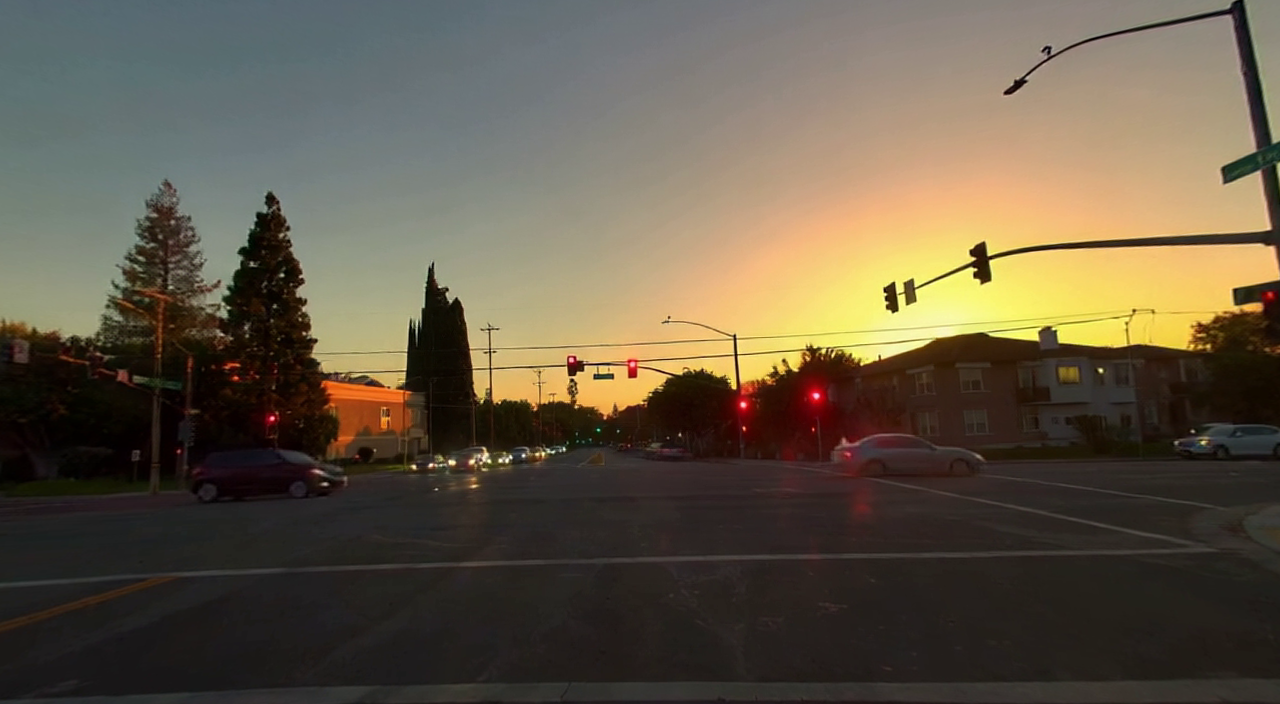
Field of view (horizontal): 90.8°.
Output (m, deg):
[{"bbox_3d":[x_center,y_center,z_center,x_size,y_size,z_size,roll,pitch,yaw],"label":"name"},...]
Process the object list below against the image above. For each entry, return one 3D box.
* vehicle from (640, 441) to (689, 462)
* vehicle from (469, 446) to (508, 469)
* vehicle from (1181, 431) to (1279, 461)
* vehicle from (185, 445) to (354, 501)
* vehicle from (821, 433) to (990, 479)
[{"bbox_3d":[1.769,7.539,47.934,1.932,1.539,4.873,3,-9,-20],"label":"vehicle"},{"bbox_3d":[-10.703,7.459,44.755,1.881,1.509,3.377,0,-9,1],"label":"vehicle"},{"bbox_3d":[31.327,4.887,33.020,4.318,1.488,1.870,0,-9,-1],"label":"vehicle"},{"bbox_3d":[-12.255,4.002,21.127,4.431,1.739,1.935,-1,-9,1],"label":"vehicle"},{"bbox_3d":[8.918,3.523,21.551,4.823,1.449,2.017,0,-9,-1],"label":"vehicle"}]
